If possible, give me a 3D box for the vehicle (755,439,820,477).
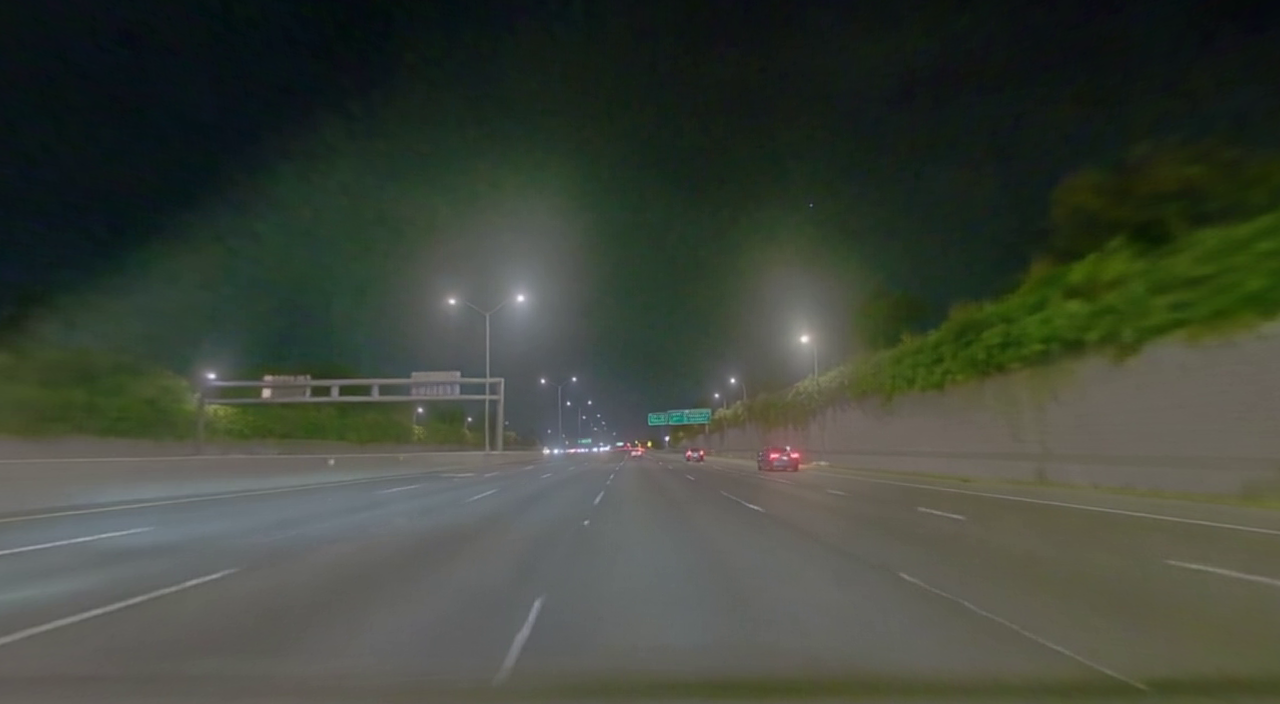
[{"bbox_3d":[7.432,5.377,32.214,2.167,1.781,4.340,0,-9,-1],"label":"vehicle"}]
